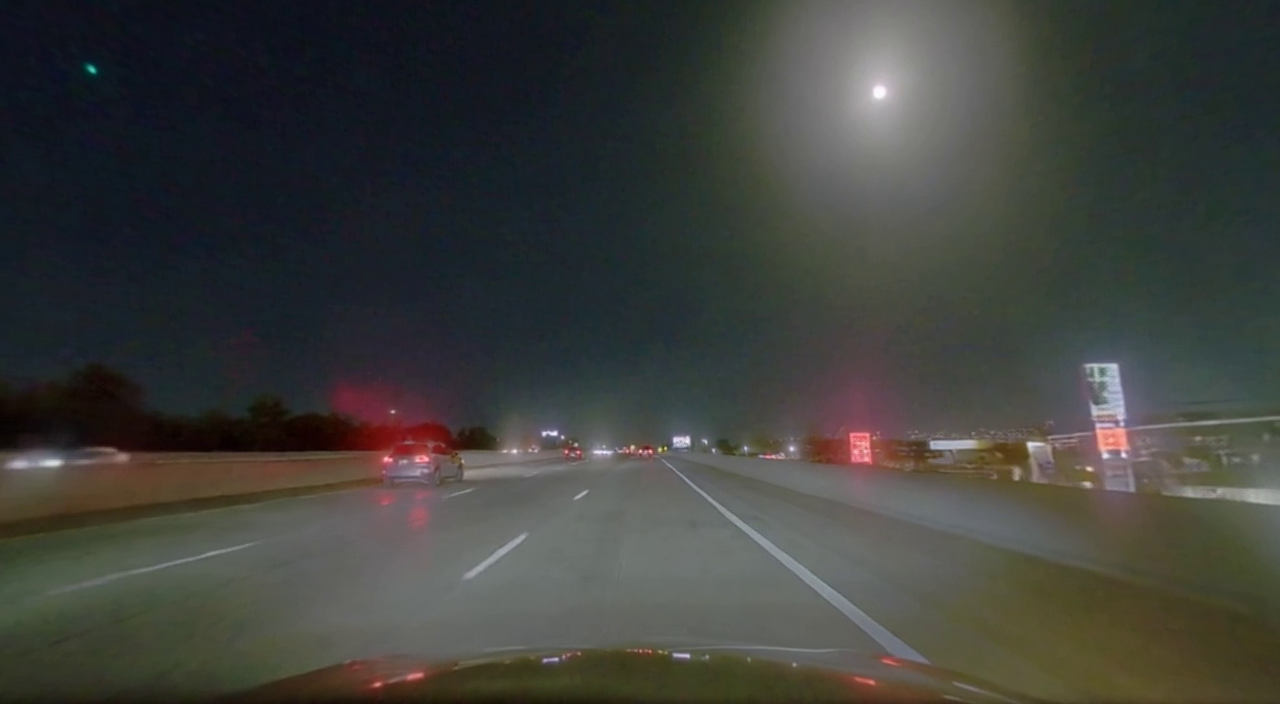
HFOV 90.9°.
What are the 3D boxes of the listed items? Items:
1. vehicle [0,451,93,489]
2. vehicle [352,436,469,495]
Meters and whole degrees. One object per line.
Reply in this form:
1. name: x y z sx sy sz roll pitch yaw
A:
1. vehicle: -28.650 5.450 29.475 1.968 1.600 4.581 0 -8 0
2. vehicle: -7.250 3.627 20.502 2.088 1.678 4.426 0 -8 1
